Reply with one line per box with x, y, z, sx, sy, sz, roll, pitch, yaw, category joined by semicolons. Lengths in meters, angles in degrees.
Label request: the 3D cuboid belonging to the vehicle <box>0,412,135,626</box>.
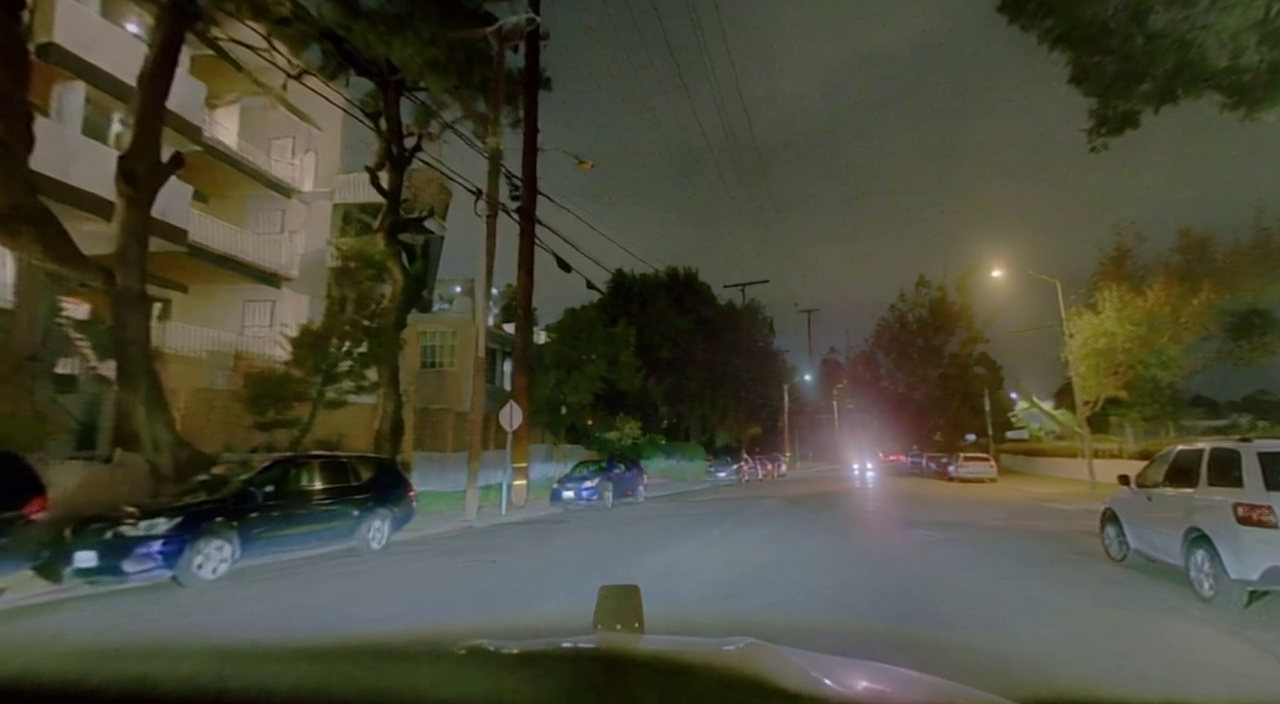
-7.081;1.412;4.502;1.973;1.848;5.100;-12;-13;19;vehicle

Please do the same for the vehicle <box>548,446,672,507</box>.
-0.817;4.038;20.287;2.017;1.582;4.664;-9;-14;23;vehicle

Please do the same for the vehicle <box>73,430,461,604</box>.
-4.985;2.235;9.351;2.068;1.745;4.579;-11;-12;19;vehicle

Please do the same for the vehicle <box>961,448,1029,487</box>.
15.437;4.999;27.675;1.964;1.515;4.055;-3;-9;21;vehicle

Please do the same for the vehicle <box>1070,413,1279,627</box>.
6.592;1.599;6.841;2.180;1.677;4.432;-3;-9;21;vehicle

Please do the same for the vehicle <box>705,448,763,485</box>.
5.157;6.126;34.153;2.011;1.801;4.676;-3;-9;22;vehicle

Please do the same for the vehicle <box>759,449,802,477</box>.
10.247;8.062;45.736;1.953;1.699;4.234;-10;-15;23;vehicle
